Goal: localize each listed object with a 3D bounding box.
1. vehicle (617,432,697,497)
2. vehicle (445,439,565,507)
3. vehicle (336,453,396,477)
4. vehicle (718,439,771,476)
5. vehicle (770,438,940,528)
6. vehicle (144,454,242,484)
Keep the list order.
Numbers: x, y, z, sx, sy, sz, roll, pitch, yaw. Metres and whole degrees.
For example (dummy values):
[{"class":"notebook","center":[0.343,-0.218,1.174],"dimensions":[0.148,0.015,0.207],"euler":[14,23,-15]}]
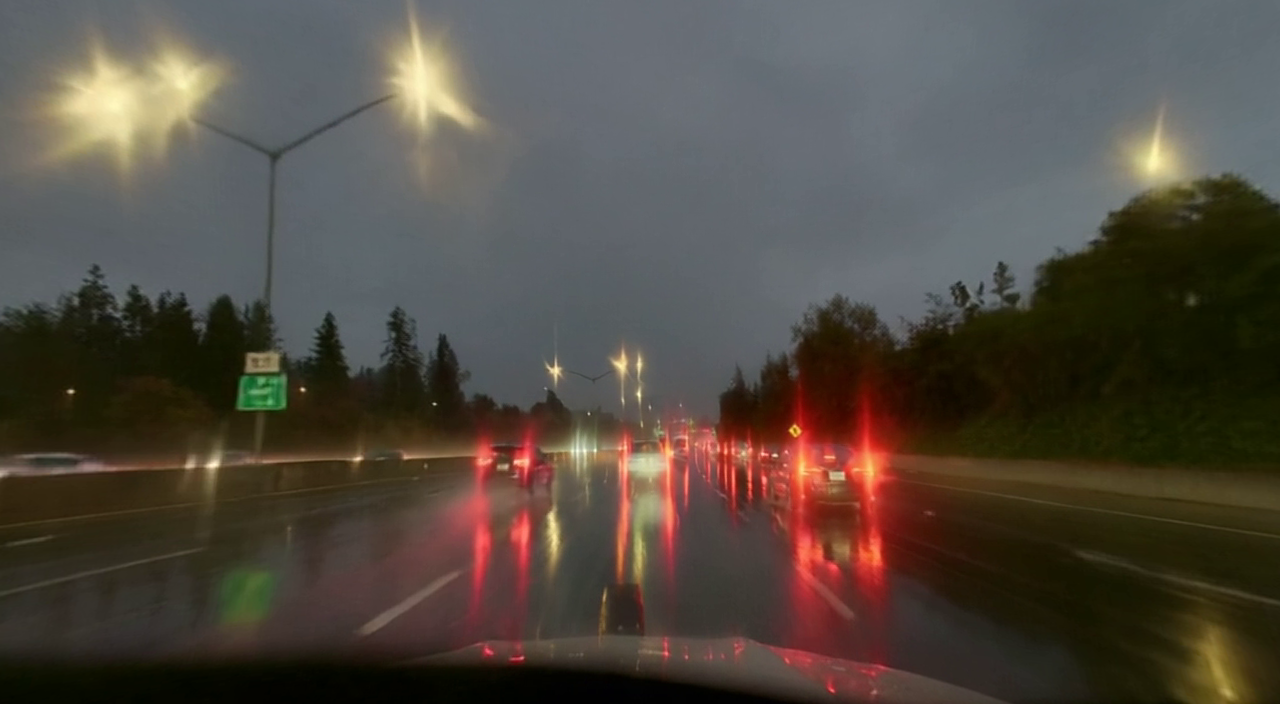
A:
[{"class":"vehicle","center":[0.525,3.398,19.328],"dimensions":[2.181,1.728,3.970],"euler":[0,-9,1]},{"class":"vehicle","center":[-3.300,3.059,16.380],"dimensions":[2.012,1.495,4.169],"euler":[0,-9,3]},{"class":"vehicle","center":[-19.151,7.907,44.261],"dimensions":[2.031,1.551,4.268],"euler":[0,-9,4]},{"class":"vehicle","center":[5.234,5.374,32.170],"dimensions":[2.063,1.710,4.591],"euler":[0,-9,2]},{"class":"vehicle","center":[4.140,2.590,13.028],"dimensions":[1.999,1.514,4.338],"euler":[0,-9,0]},{"class":"vehicle","center":[-26.036,6.801,36.911],"dimensions":[1.906,1.508,4.841],"euler":[0,-9,5]}]
